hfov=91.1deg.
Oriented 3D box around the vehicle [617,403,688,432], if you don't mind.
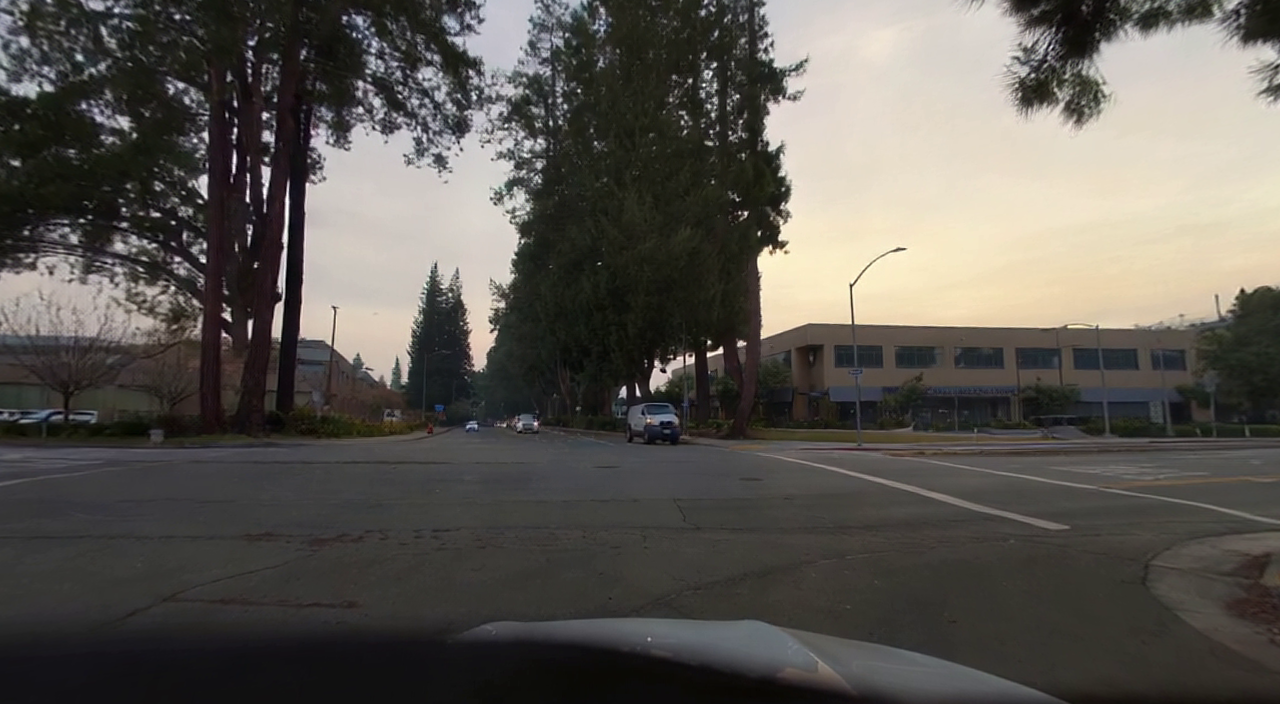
[{"bbox_3d":[0.819,4.780,45.316,2.435,1.858,5.585,5,-10,-32],"label":"vehicle"}]
